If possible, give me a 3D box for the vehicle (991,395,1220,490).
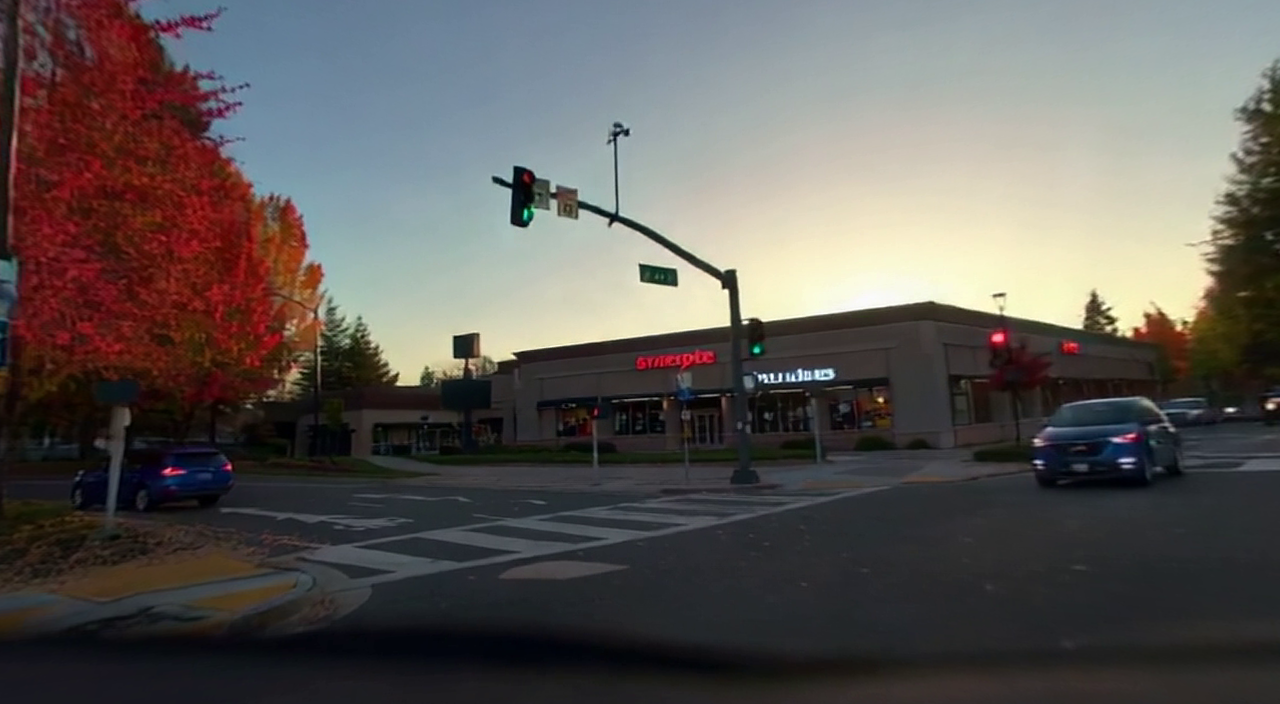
[{"bbox_3d":[11.420,2.089,15.346,5.787,1.834,2.524,2,-9,-34],"label":"vehicle"}]

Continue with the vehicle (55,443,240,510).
[{"bbox_3d":[-15.167,3.761,19.429,5.110,1.814,2.146,-4,-9,23],"label":"vehicle"}]

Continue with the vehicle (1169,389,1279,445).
[{"bbox_3d":[21.561,2.467,23.139,4.945,1.808,2.247,6,-11,-39],"label":"vehicle"}]
